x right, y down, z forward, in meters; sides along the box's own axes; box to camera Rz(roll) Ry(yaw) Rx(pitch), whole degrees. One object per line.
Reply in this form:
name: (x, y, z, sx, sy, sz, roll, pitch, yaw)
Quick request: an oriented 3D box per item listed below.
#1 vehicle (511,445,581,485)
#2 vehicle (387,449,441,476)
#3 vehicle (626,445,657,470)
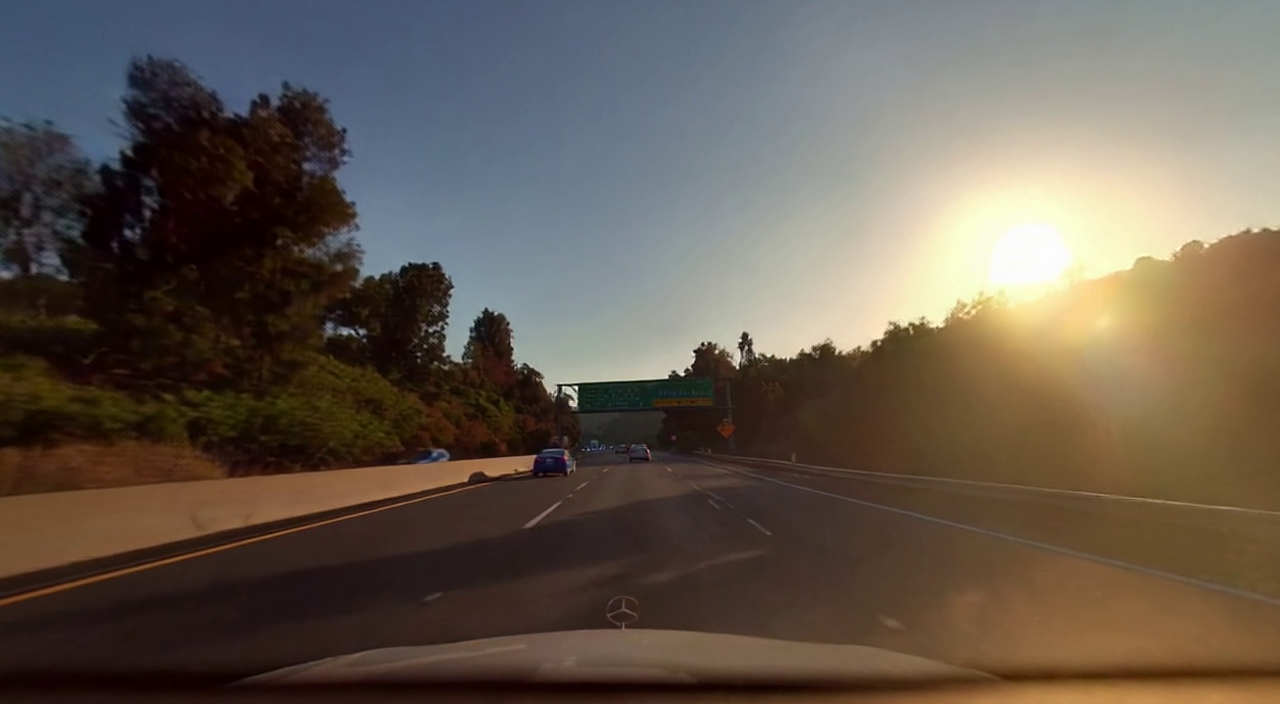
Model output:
vehicle: (-3.738, 4.602, 25.942, 2.157, 1.483, 4.601, 0, -9, 1)
vehicle: (-13.486, 6.596, 37.794, 1.765, 1.493, 4.007, 0, -9, -1)
vehicle: (0.090, 7.006, 42.047, 2.011, 1.590, 3.607, 0, -9, 0)
